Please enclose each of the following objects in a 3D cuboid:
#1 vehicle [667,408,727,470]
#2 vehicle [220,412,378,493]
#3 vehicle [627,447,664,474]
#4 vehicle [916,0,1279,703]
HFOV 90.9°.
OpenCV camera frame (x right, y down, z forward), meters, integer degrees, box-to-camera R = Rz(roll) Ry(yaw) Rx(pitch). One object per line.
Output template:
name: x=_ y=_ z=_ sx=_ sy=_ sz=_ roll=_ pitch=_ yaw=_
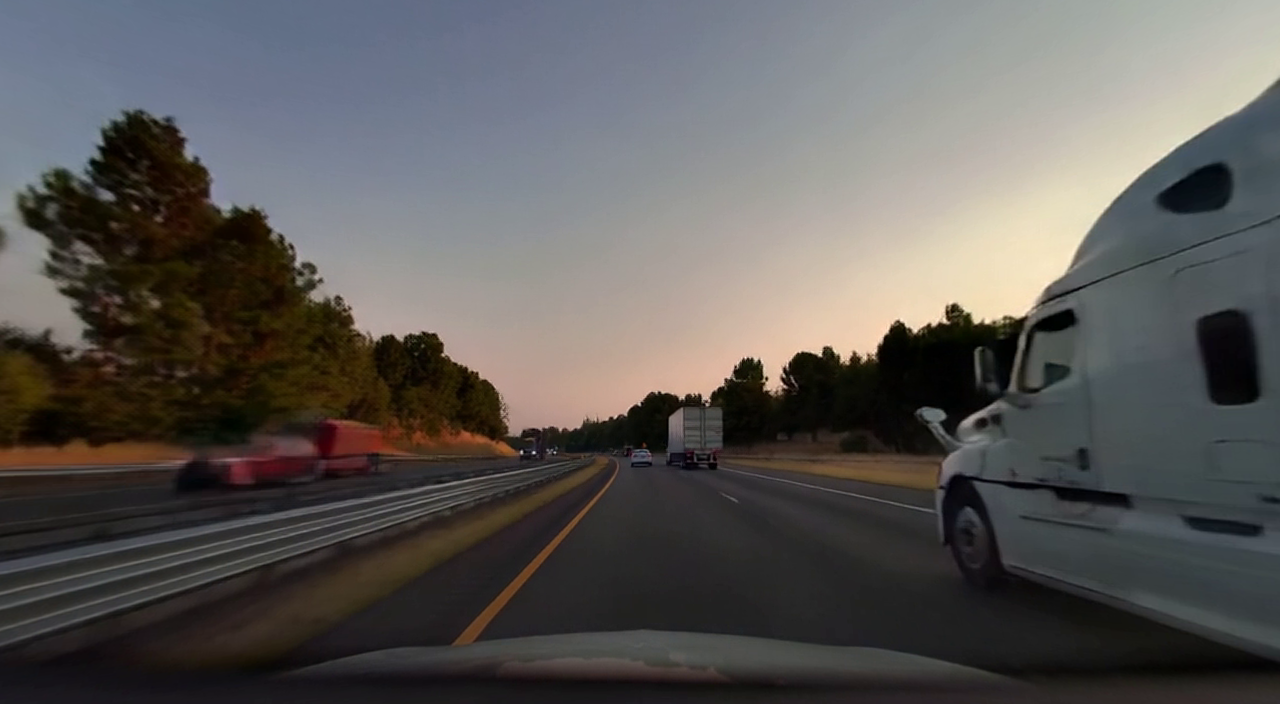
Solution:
vehicle: x=4.131 y=6.947 z=49.447 sx=2.883 sy=4.057 sz=14.579 roll=0 pitch=-9 yaw=-2
vehicle: x=-12.389 y=3.748 z=23.630 sx=2.410 sy=2.596 sz=6.043 roll=0 pitch=-9 yaw=1
vehicle: x=0.285 y=6.486 z=37.757 sx=2.051 sy=1.513 sz=4.511 roll=0 pitch=-9 yaw=-1
vehicle: x=4.426 y=-0.109 z=3.462 sx=3.036 sy=3.833 sz=5.892 roll=0 pitch=-9 yaw=0
